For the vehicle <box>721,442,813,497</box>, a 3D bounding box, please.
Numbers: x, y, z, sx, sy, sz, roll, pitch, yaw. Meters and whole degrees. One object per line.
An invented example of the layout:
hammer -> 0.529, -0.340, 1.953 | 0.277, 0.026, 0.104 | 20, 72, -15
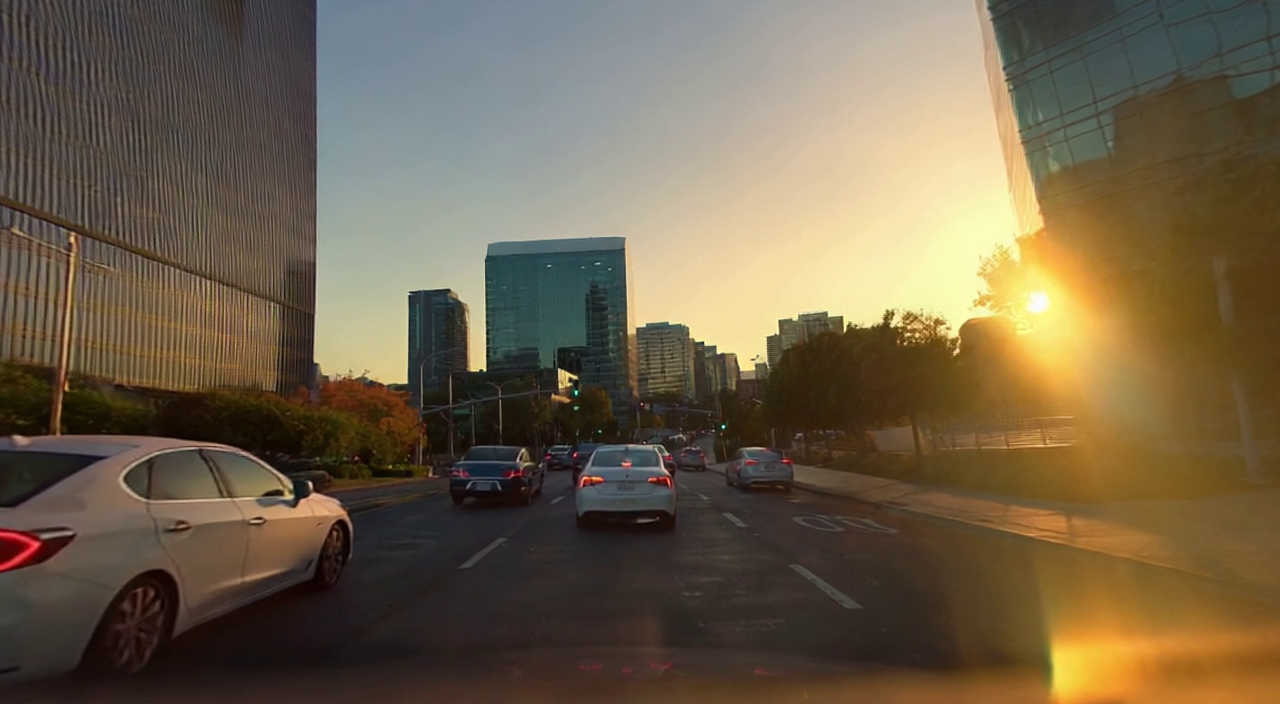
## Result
vehicle -> 3.851, 3.636, 19.865 | 1.940, 1.514, 4.187 | 0, -9, -1

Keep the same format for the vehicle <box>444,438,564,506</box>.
vehicle -> -3.351, 3.058, 16.484 | 2.044, 1.508, 4.479 | 0, -9, 1

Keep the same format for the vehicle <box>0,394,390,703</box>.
vehicle -> -3.599, 1.231, 4.538 | 1.933, 1.520, 4.195 | 0, -9, -1

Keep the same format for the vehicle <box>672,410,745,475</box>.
vehicle -> 3.909, 5.687, 39.370 | 3.074, 3.316, 12.953 | 0, -9, 0

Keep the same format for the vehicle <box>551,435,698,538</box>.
vehicle -> -0.189, 2.335, 11.622 | 2.174, 1.509, 4.374 | 0, -9, 1
